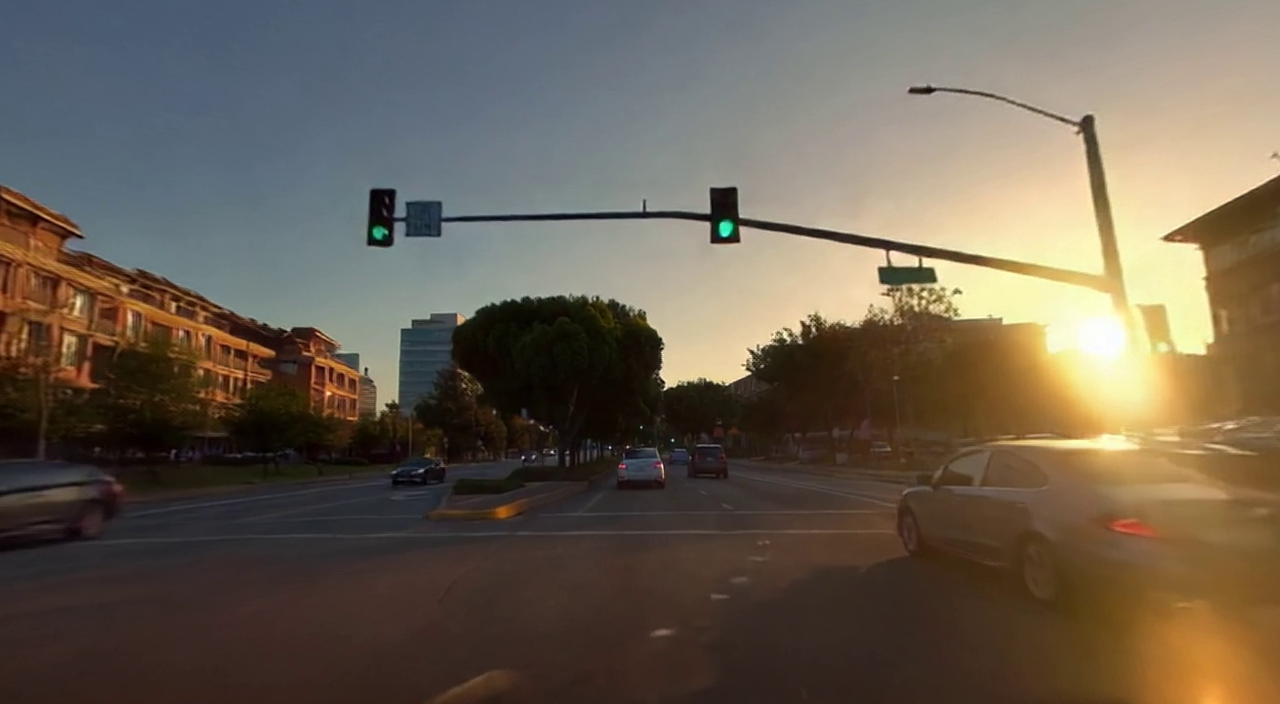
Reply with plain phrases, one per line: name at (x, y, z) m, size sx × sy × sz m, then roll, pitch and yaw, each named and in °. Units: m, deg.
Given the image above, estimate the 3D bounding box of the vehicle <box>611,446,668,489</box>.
vehicle at (-0.004, 4.408, 24.502) m, size 2.034 × 1.500 × 3.966 m, roll 0°, pitch -8°, yaw 0°

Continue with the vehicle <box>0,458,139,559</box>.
vehicle at (-10.900, 2.535, 10.284) m, size 1.808 × 1.512 × 4.447 m, roll 0°, pitch -8°, yaw 0°

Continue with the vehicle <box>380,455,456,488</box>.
vehicle at (-10.913, 5.873, 31.390) m, size 2.043 × 1.456 × 4.627 m, roll 0°, pitch -8°, yaw 1°

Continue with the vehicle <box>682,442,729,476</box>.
vehicle at (3.592, 5.969, 35.585) m, size 2.107 × 1.773 × 4.557 m, roll 0°, pitch -8°, yaw -1°

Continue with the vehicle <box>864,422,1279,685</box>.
vehicle at (3.922, 1.473, 5.861) m, size 2.049 × 1.473 × 4.425 m, roll 0°, pitch -8°, yaw 0°
